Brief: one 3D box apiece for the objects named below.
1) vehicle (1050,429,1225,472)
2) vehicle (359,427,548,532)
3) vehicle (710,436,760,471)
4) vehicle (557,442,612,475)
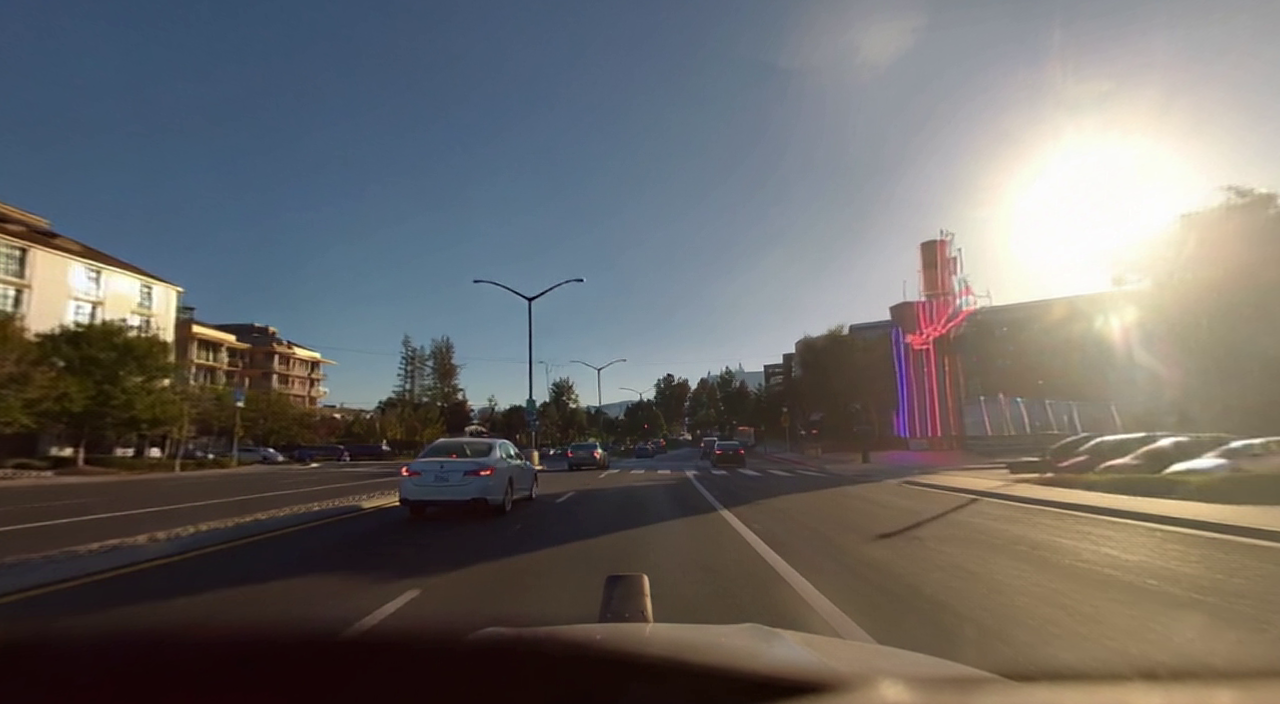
[{"bbox_3d":[18.194,3.622,23.251,4.583,1.491,2.192,0,-8,-1],"label":"vehicle"},{"bbox_3d":[-3.153,2.259,11.809,2.118,1.568,4.436,0,-8,1],"label":"vehicle"},{"bbox_3d":[4.904,5.326,33.123,2.103,1.699,4.171,0,-8,1],"label":"vehicle"},{"bbox_3d":[-2.585,5.061,30.185,1.980,1.454,4.226,-1,-8,4],"label":"vehicle"}]
